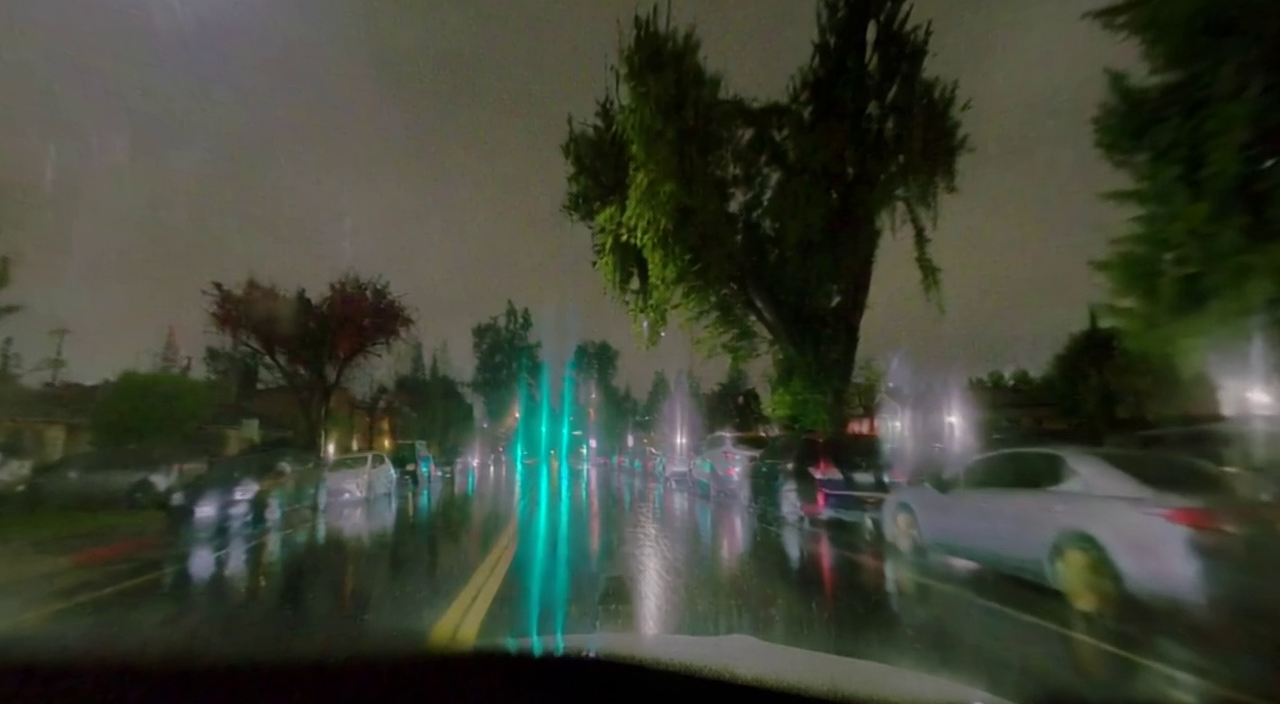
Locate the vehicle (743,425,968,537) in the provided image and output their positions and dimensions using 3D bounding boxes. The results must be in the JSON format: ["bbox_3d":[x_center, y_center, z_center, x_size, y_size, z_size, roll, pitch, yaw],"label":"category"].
[{"bbox_3d":[3.370,2.116,10.953,1.954,1.507,4.356,0,-9,-7],"label":"vehicle"}]

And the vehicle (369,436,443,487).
[{"bbox_3d":[-10.852,5.095,29.696,2.146,2.167,5.339,1,-9,-8],"label":"vehicle"}]

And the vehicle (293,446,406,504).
[{"bbox_3d":[-9.533,4.024,21.156,2.055,1.663,4.889,1,-9,-8],"label":"vehicle"}]

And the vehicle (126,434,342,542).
[{"bbox_3d":[-8.619,2.907,14.119,2.072,1.840,5.197,-1,-9,-9],"label":"vehicle"}]

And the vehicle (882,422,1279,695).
[{"bbox_3d":[4.051,1.352,5.239,1.974,1.385,4.315,0,-9,-6],"label":"vehicle"}]

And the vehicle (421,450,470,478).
[{"bbox_3d":[-11.791,6.799,38.515,2.057,1.486,4.759,0,-9,-7],"label":"vehicle"}]
